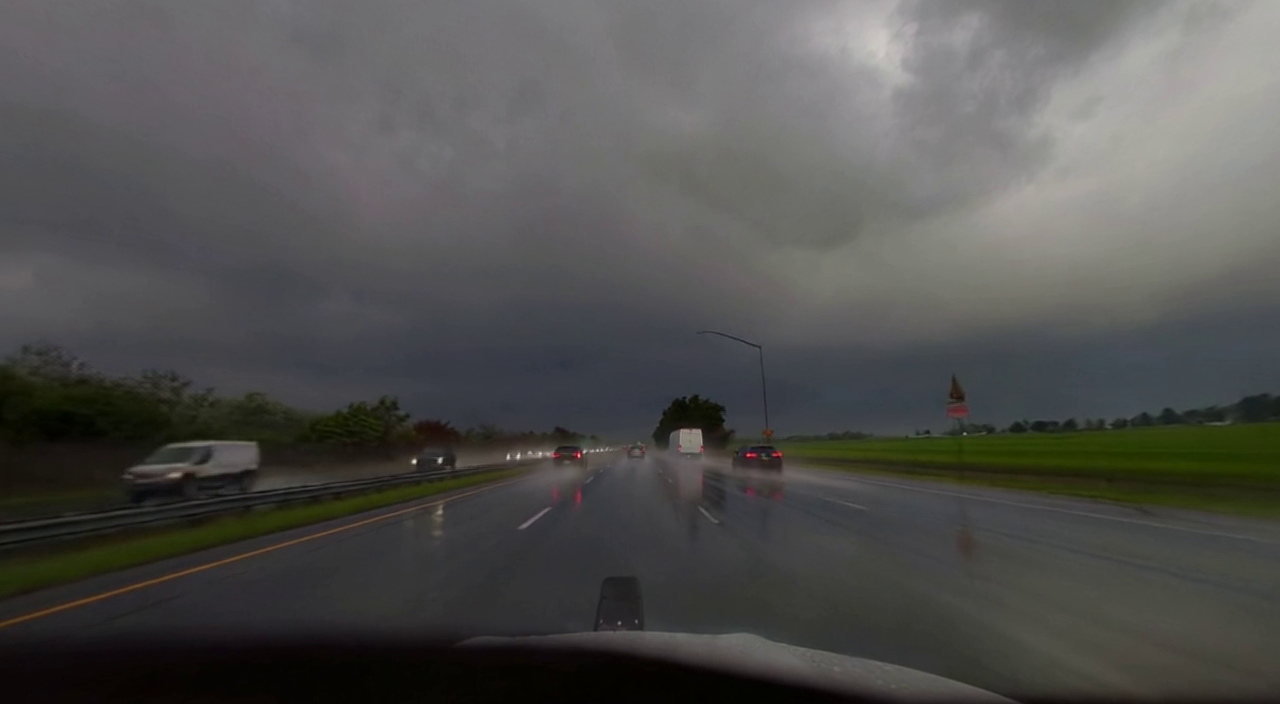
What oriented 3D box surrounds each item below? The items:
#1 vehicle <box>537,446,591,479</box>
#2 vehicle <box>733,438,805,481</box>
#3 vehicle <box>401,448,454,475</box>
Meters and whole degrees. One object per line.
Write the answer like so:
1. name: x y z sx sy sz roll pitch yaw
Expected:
1. vehicle: -3.755 5.555 31.930 2.160 1.530 4.500 0 -9 0
2. vehicle: 5.356 4.551 26.777 2.069 1.625 4.832 0 -9 0
3. vehicle: -13.861 7.137 41.234 1.965 1.601 4.189 0 -9 0
